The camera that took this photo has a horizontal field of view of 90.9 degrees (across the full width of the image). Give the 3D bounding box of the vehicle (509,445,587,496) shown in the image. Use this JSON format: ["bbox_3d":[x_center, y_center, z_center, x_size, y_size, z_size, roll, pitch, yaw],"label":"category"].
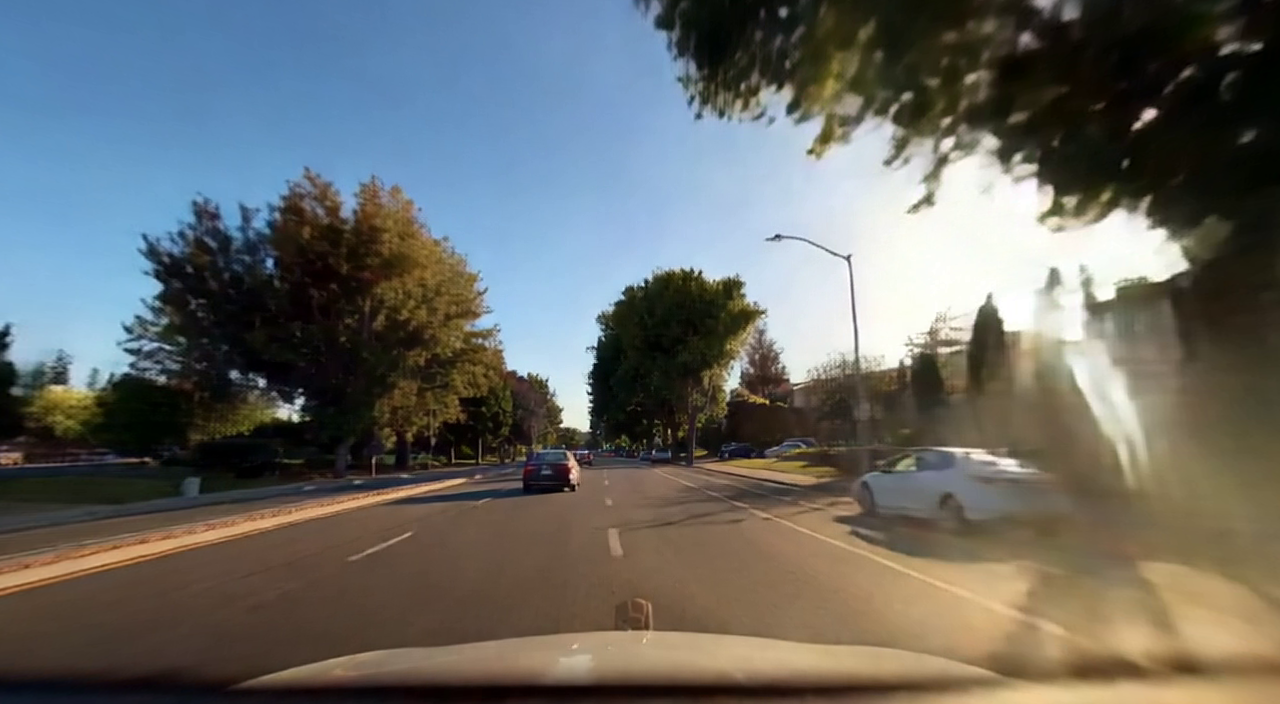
[{"bbox_3d":[-2.879,3.799,20.696,2.099,1.470,4.302,0,-8,-3],"label":"vehicle"}]

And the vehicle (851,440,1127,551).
[{"bbox_3d":[5.688,2.353,11.183,2.164,1.511,4.571,0,-8,-2],"label":"vehicle"}]
